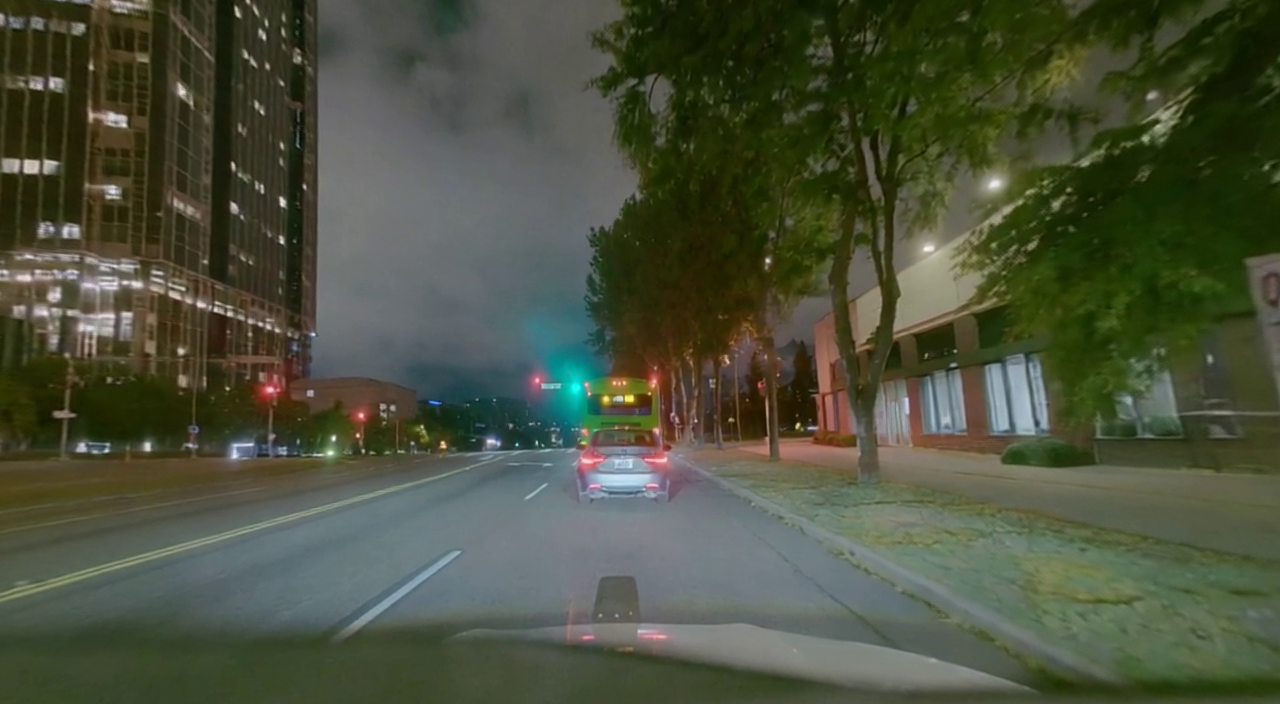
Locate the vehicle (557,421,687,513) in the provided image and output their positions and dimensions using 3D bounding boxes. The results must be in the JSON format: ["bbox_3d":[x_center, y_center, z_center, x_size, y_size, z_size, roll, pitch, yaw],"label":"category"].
[{"bbox_3d":[-0.330,2.091,12.056,2.064,1.452,3.942,0,-7,-1],"label":"vehicle"}]
